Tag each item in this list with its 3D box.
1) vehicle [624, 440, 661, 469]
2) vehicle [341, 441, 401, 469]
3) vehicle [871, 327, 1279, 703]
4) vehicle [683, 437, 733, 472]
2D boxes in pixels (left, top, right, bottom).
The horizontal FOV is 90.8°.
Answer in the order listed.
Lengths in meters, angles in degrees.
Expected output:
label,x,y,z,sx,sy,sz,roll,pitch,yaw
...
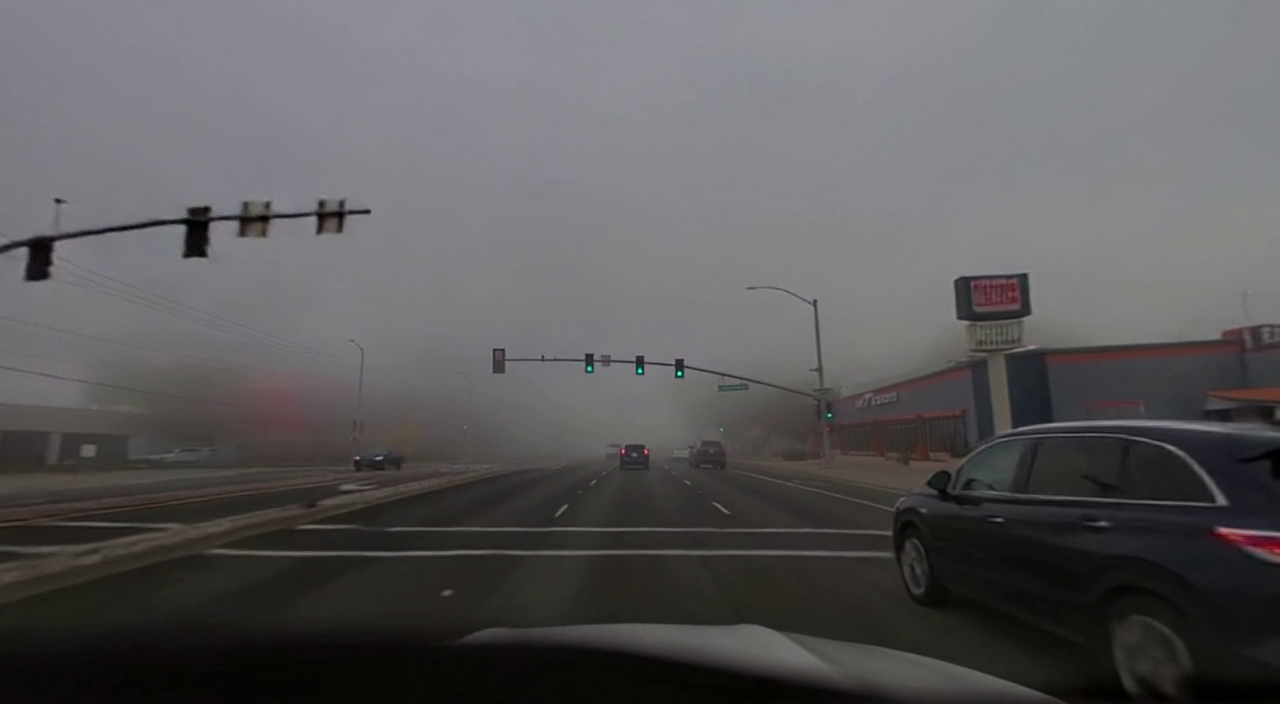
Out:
label,x,y,z,sx,sy,sz,roll,pitch,yaw
vehicle,0.080,5.911,36.548,2.023,1.532,3.891,0,-8,-1
vehicle,-18.181,6.964,42.963,2.069,1.776,4.543,0,-8,0
vehicle,3.055,0.955,3.336,1.969,1.682,4.387,0,-8,0
vehicle,3.485,5.344,33.104,2.085,1.668,4.077,0,-8,-1
